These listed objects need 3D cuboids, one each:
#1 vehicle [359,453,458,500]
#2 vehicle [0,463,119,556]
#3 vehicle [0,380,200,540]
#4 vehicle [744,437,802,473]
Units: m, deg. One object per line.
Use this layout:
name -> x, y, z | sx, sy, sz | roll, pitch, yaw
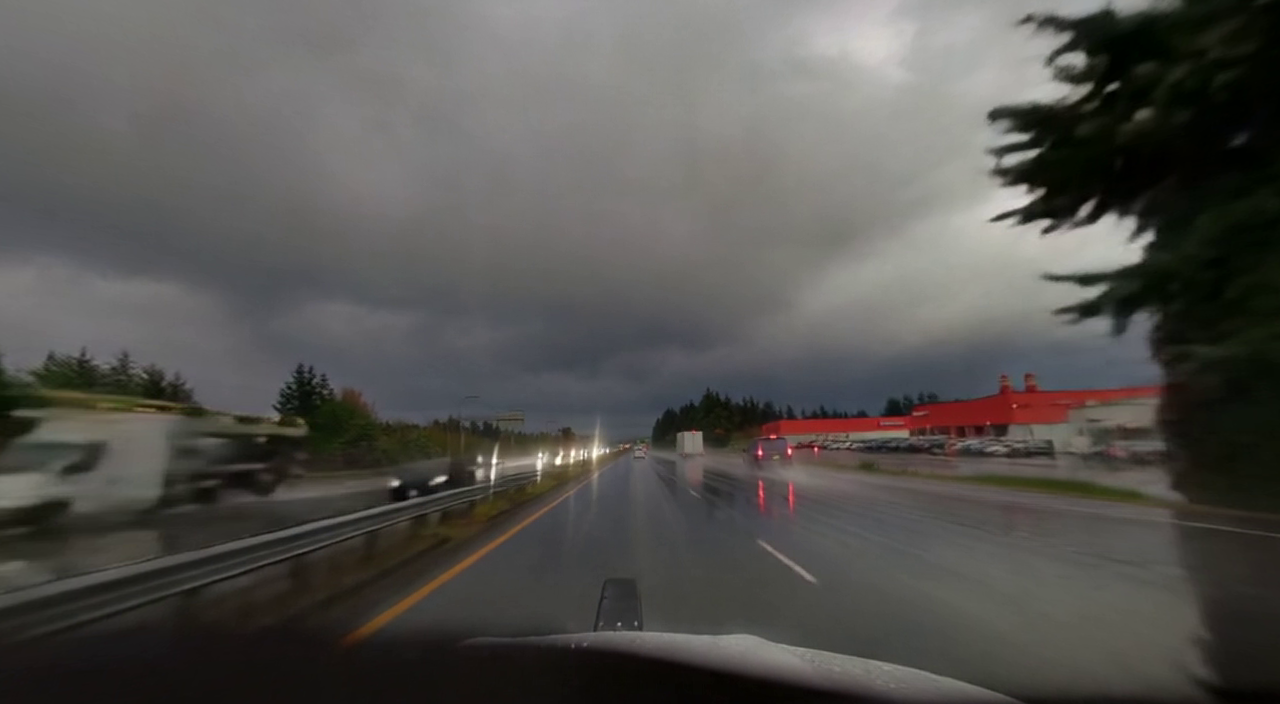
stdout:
vehicle -> -8.297, 4.468, 22.973 | 1.966, 1.472, 4.414 | 0, -9, 0
vehicle -> -11.780, 2.719, 10.725 | 1.875, 1.508, 4.592 | 0, -9, -1
vehicle -> -15.813, 2.896, 17.301 | 2.948, 3.616, 5.901 | 0, -9, 0
vehicle -> 7.582, 5.933, 36.374 | 2.156, 1.943, 5.010 | 0, -9, -1
